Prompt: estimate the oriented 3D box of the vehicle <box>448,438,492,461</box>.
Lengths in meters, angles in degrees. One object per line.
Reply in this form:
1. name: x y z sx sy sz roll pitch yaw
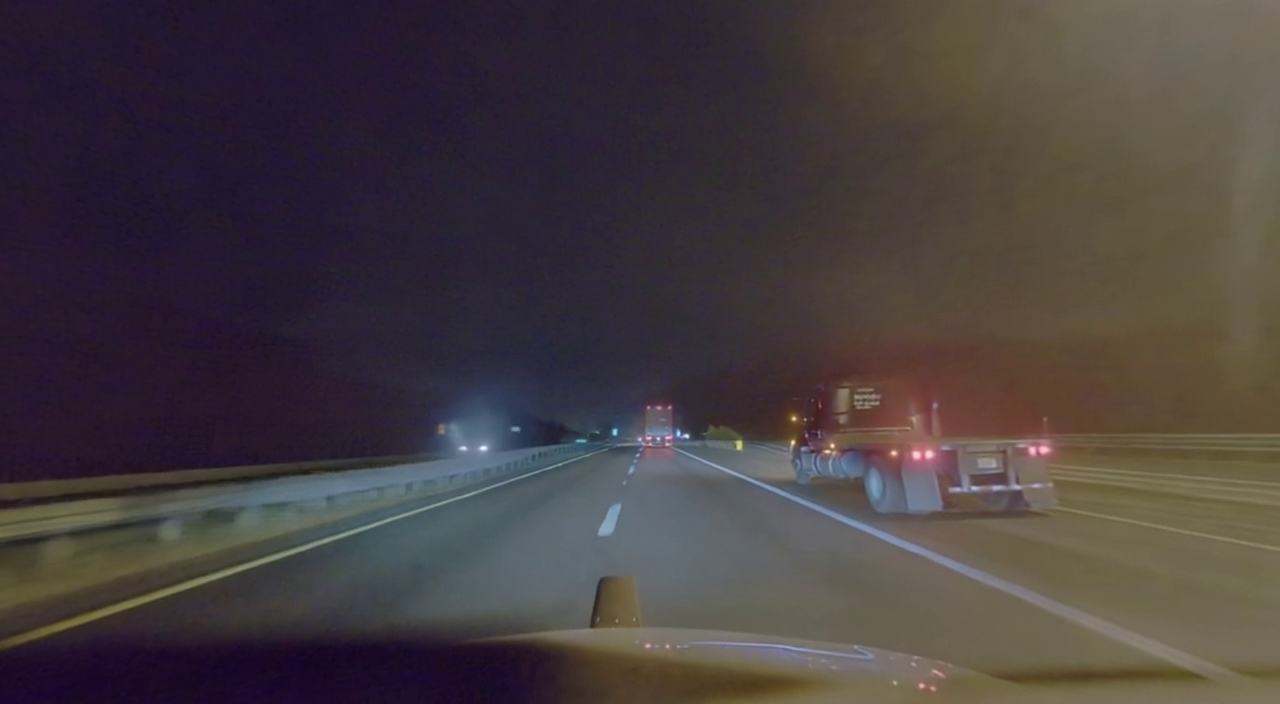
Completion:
1. vehicle: -12.080 6.927 45.143 1.836 1.511 4.647 0 -8 0
